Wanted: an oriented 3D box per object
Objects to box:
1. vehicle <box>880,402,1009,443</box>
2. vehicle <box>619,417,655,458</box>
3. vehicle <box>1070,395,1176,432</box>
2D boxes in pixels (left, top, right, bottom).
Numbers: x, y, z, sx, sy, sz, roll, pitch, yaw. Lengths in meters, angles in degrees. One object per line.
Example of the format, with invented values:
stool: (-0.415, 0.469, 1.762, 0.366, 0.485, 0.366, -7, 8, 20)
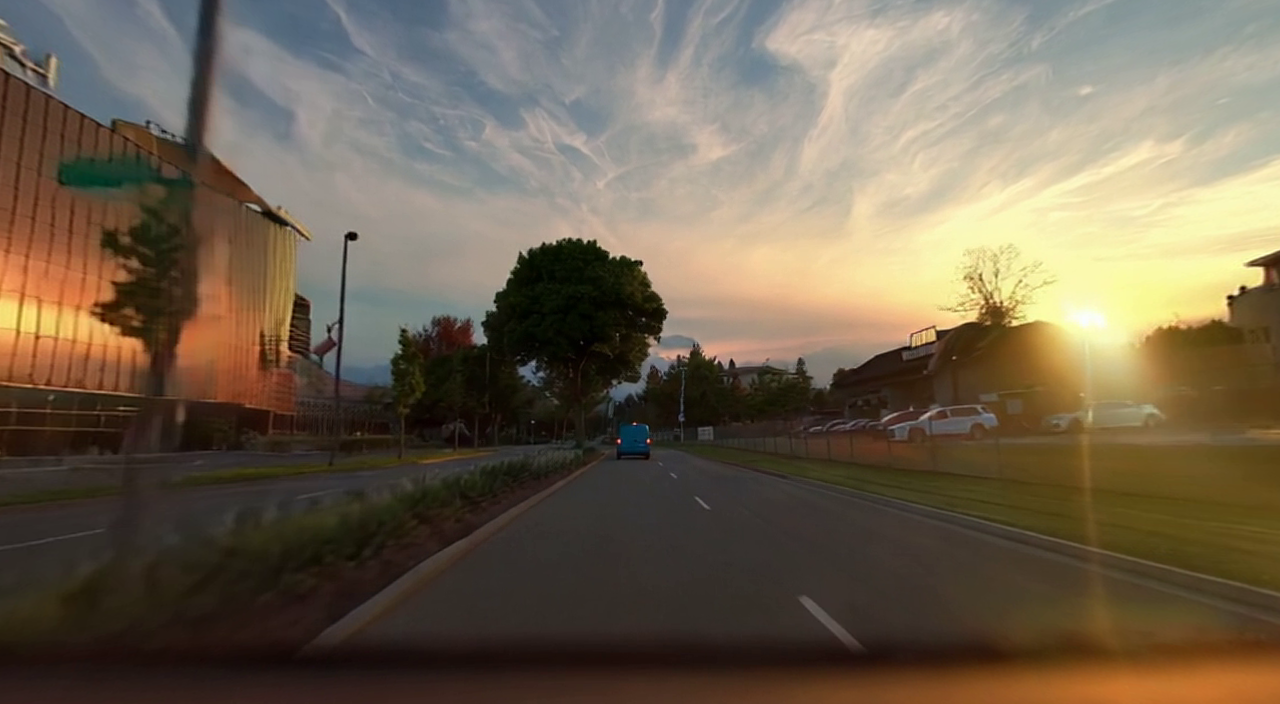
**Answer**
vehicle: (12.234, 2.859, 25.484, 4.184, 1.578, 1.976, 0, -8, -4)
vehicle: (-0.227, 6.166, 45.532, 2.435, 2.816, 5.232, 0, -8, -1)
vehicle: (23.056, 2.960, 30.149, 3.556, 1.469, 1.774, -3, -8, -4)
